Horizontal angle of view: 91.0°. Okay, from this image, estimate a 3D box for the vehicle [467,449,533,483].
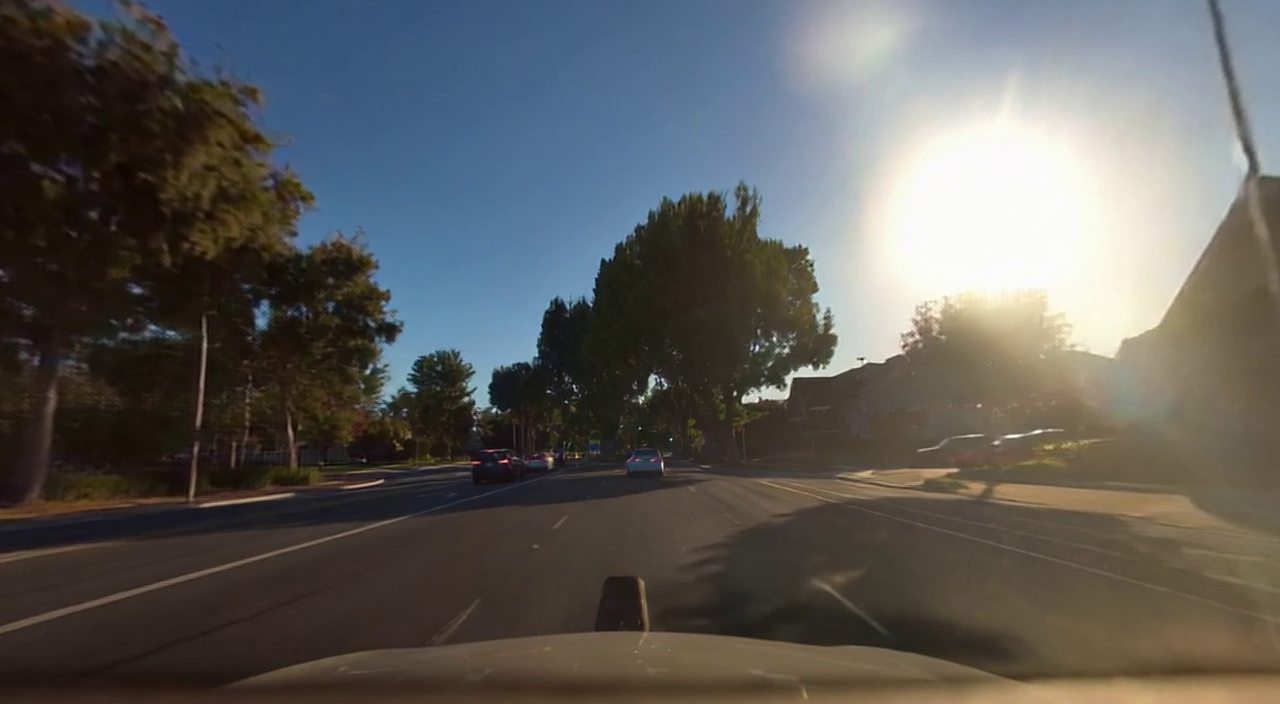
[{"bbox_3d":[-6.457,5.316,29.583,2.014,1.472,4.357,0,-9,2],"label":"vehicle"}]

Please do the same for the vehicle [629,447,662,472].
[{"bbox_3d":[0.364,7.124,41.906,2.106,1.517,4.375,0,-9,0],"label":"vehicle"}]
